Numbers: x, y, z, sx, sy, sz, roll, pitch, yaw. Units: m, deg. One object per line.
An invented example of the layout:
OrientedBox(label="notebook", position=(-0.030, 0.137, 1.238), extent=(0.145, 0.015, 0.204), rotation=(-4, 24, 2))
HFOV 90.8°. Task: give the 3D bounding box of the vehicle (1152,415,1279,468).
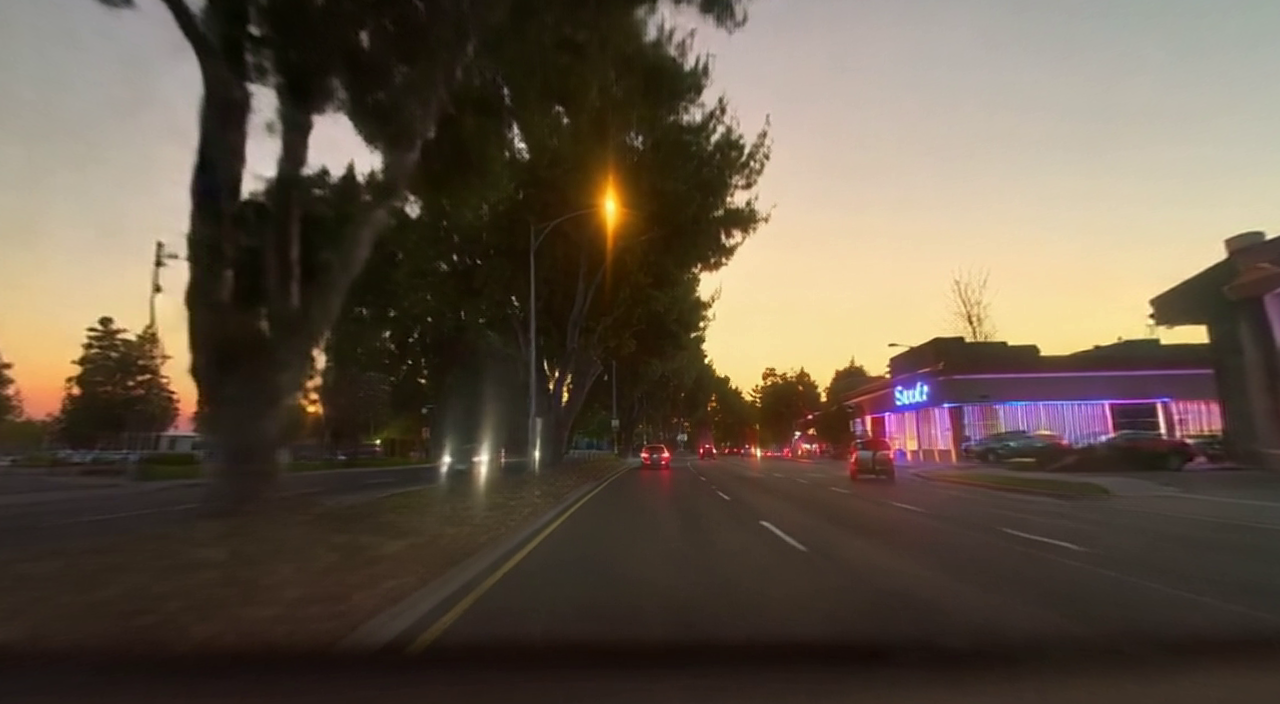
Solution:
OrientedBox(label="vehicle", position=(37.174, 5.700, 40.368), extent=(6.680, 3.180, 2.793), rotation=(1, -8, -8))

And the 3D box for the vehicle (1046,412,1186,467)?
OrientedBox(label="vehicle", position=(29.117, 5.393, 38.803), extent=(6.569, 3.235, 2.798), rotation=(1, -9, -8))

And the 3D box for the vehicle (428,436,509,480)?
OrientedBox(label="vehicle", position=(-7.348, 4.598, 27.601), extent=(2.102, 1.735, 4.491), rotation=(-1, -8, 3))

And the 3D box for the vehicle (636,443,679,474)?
OrientedBox(label="vehicle", position=(0.913, 5.456, 32.539), extent=(2.095, 1.456, 3.873), rotation=(0, -8, 2))

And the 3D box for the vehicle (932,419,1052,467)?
OrientedBox(label="vehicle", position=(21.273, 5.521, 38.313), extent=(5.953, 2.747, 2.389), rotation=(1, -8, -8))
